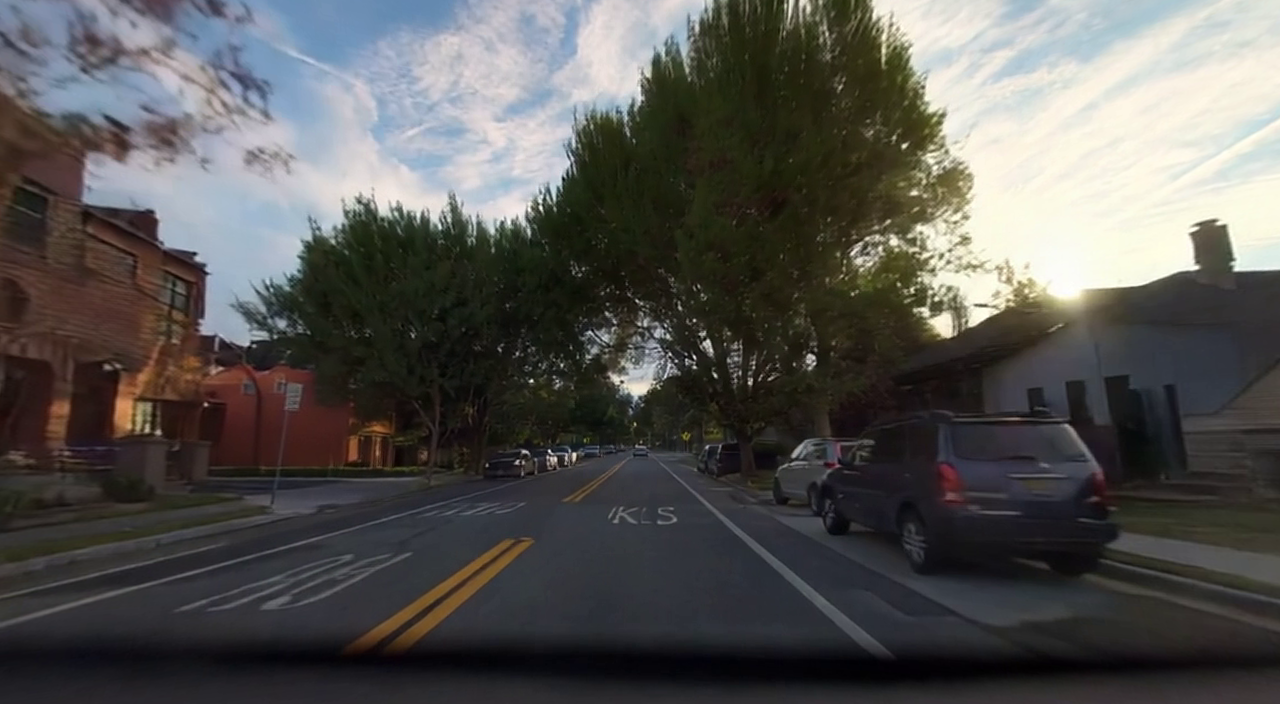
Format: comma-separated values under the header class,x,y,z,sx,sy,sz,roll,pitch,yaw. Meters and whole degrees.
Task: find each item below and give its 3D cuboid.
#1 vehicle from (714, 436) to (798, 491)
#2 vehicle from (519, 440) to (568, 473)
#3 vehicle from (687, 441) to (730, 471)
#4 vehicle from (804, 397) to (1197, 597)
class,x,y,z,sx,sy,sz,roll,pitch,yaw
vehicle,3.851,3.789,21.891,1.971,1.665,4.722,0,-8,-1
vehicle,-6.489,7.098,43.077,2.252,1.882,5.883,-4,-9,0
vehicle,4.026,6.197,37.838,2.097,1.706,4.312,0,-8,0
vehicle,3.856,1.628,7.997,1.937,1.752,4.574,1,-9,-5
